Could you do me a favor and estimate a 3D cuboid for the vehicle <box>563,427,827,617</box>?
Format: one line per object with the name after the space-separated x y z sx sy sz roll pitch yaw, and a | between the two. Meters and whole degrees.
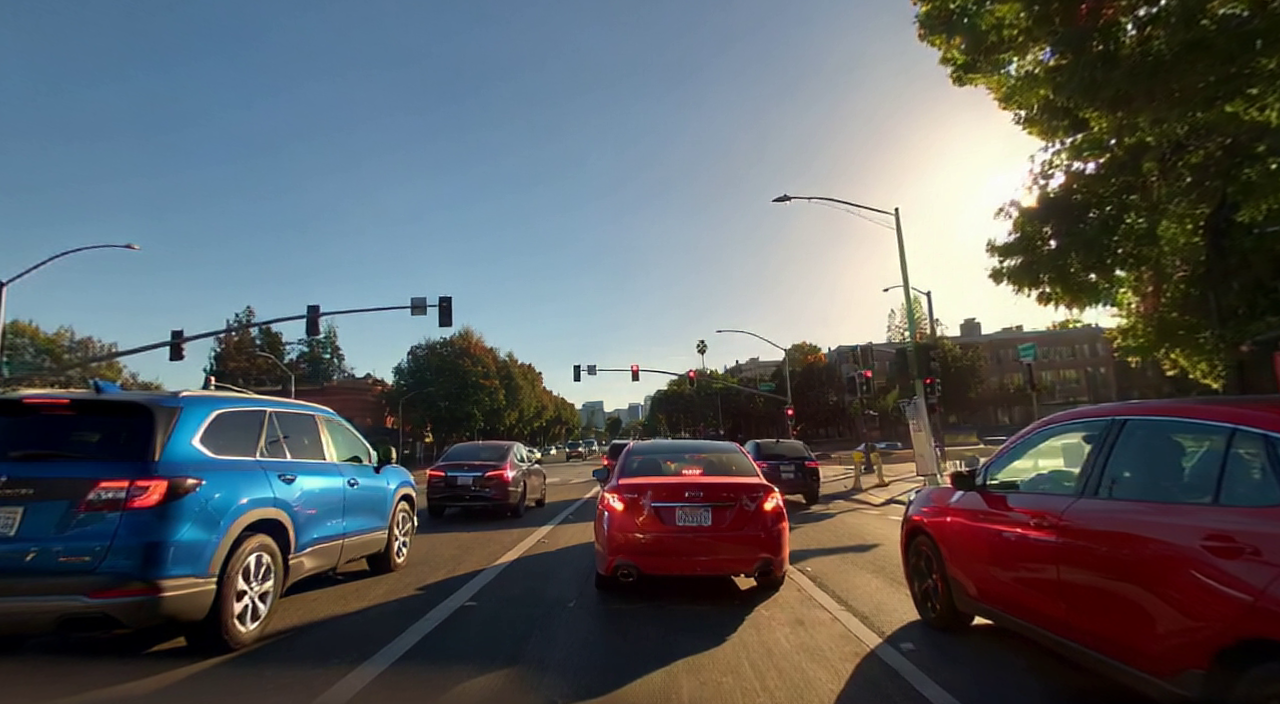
0.426 1.619 6.917 2.051 1.460 3.932 0 -8 0 | vehicle

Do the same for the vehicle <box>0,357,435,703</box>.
-3.447 1.220 5.294 1.889 1.767 4.289 0 -8 1 | vehicle

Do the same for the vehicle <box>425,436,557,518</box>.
-3.078 2.658 13.886 1.868 1.516 4.114 0 -8 0 | vehicle

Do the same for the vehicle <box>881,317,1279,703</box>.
3.049 0.930 3.155 1.880 1.747 4.500 0 -8 0 | vehicle
